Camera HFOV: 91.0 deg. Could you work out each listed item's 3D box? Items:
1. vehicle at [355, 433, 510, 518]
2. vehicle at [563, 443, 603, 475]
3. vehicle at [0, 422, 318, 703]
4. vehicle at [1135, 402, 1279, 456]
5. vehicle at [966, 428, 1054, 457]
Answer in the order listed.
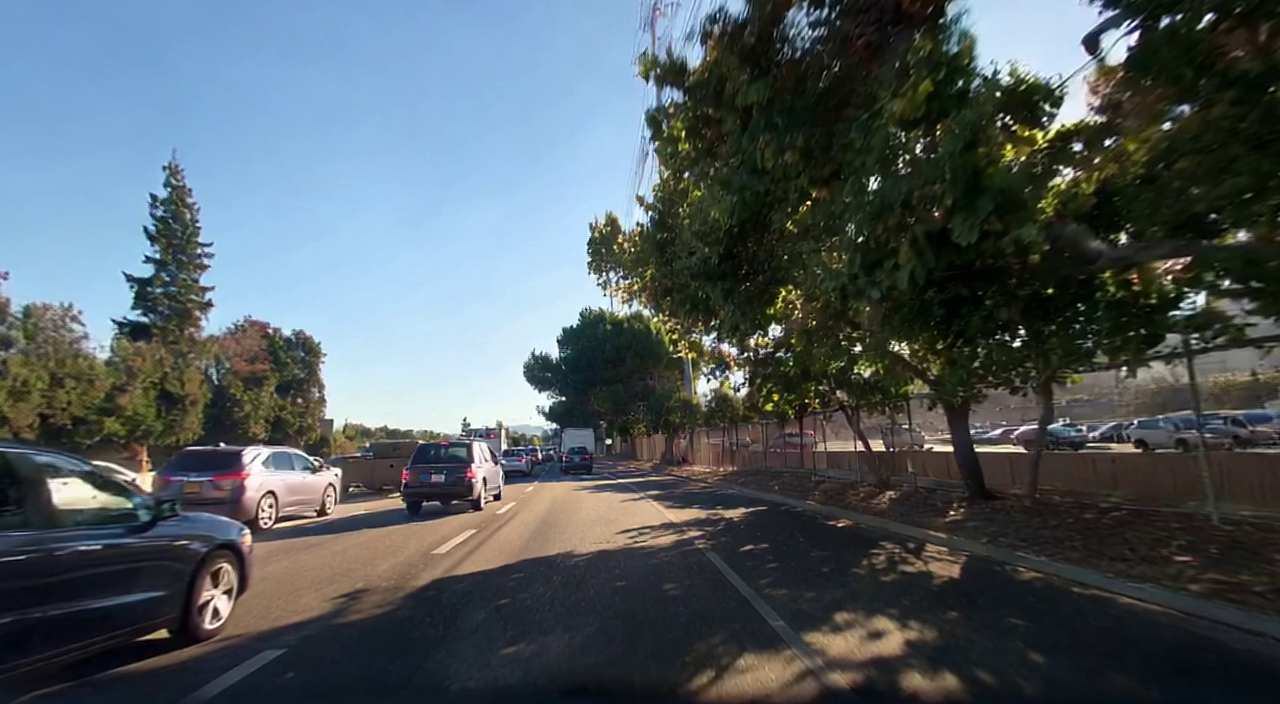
[{"bbox_3d":[-4.672,2.837,15.117,2.388,1.692,4.684,1,-8,-4],"label":"vehicle"},{"bbox_3d":[-3.267,6.003,35.504,2.055,1.671,4.147,1,-9,-7],"label":"vehicle"},{"bbox_3d":[-3.936,1.145,3.445,1.946,1.467,4.653,0,-8,-1],"label":"vehicle"},{"bbox_3d":[37.133,5.029,40.958,7.865,3.323,2.806,1,-8,-9],"label":"vehicle"},{"bbox_3d":[28.481,6.984,48.504,5.535,2.130,2.145,2,-9,-9],"label":"vehicle"}]
